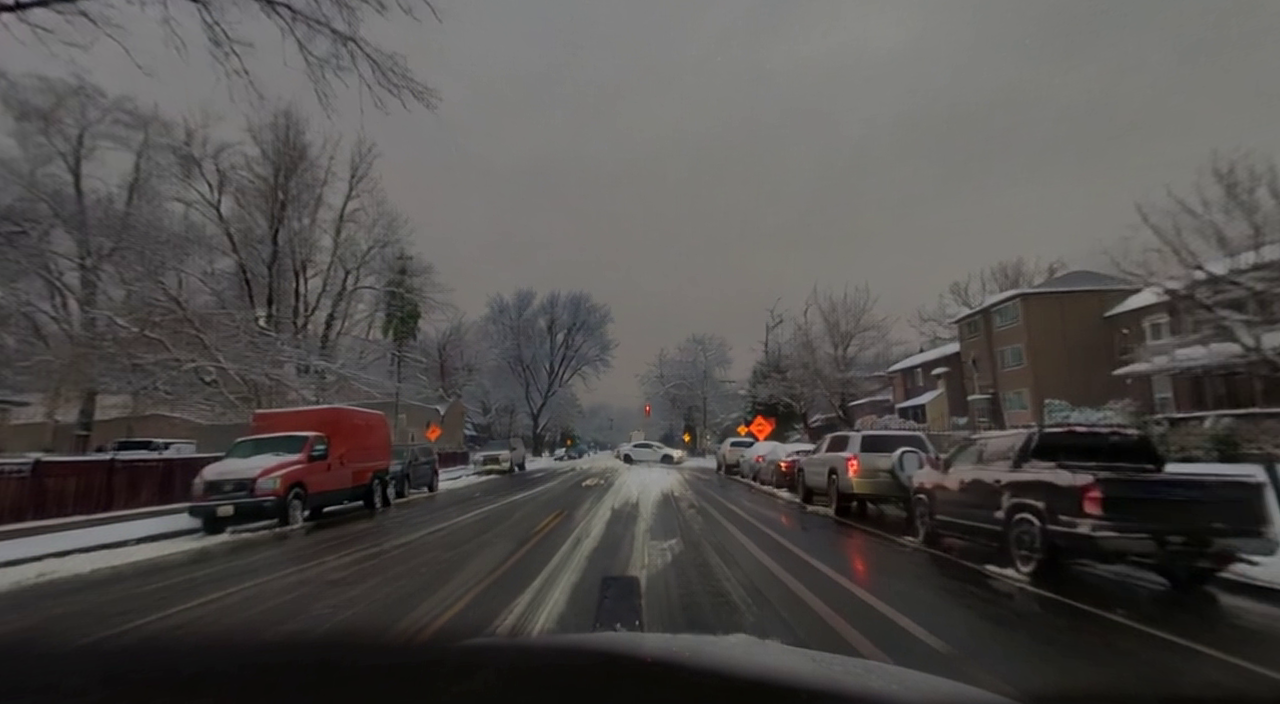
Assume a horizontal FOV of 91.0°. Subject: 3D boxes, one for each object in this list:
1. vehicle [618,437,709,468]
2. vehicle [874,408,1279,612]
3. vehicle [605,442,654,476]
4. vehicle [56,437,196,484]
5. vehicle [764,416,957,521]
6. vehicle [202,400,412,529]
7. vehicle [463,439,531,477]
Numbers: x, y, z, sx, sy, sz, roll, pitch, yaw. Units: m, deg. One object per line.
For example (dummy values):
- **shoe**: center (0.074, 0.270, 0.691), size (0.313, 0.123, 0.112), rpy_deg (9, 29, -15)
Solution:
- **vehicle**: center (1.452, 6.439, 40.367), size (5.503, 1.853, 2.218), rpy_deg (-6, -11, 37)
- **vehicle**: center (4.938, 1.699, 7.782), size (2.225, 1.715, 4.755), rpy_deg (0, -9, 0)
- **vehicle**: center (-0.418, 5.003, 29.706), size (2.151, 1.481, 4.084), rpy_deg (0, -9, 1)
- **vehicle**: center (-23.179, 4.882, 28.502), size (4.491, 2.031, 2.045), rpy_deg (0, -8, 1)
- **vehicle**: center (4.739, 2.631, 14.826), size (2.279, 1.946, 5.925), rpy_deg (0, -9, -1)
- **vehicle**: center (-7.673, 2.642, 15.185), size (2.526, 2.631, 4.228), rpy_deg (0, -9, 2)
- **vehicle**: center (-8.325, 6.213, 37.328), size (2.659, 2.047, 6.014), rpy_deg (0, -9, 0)
